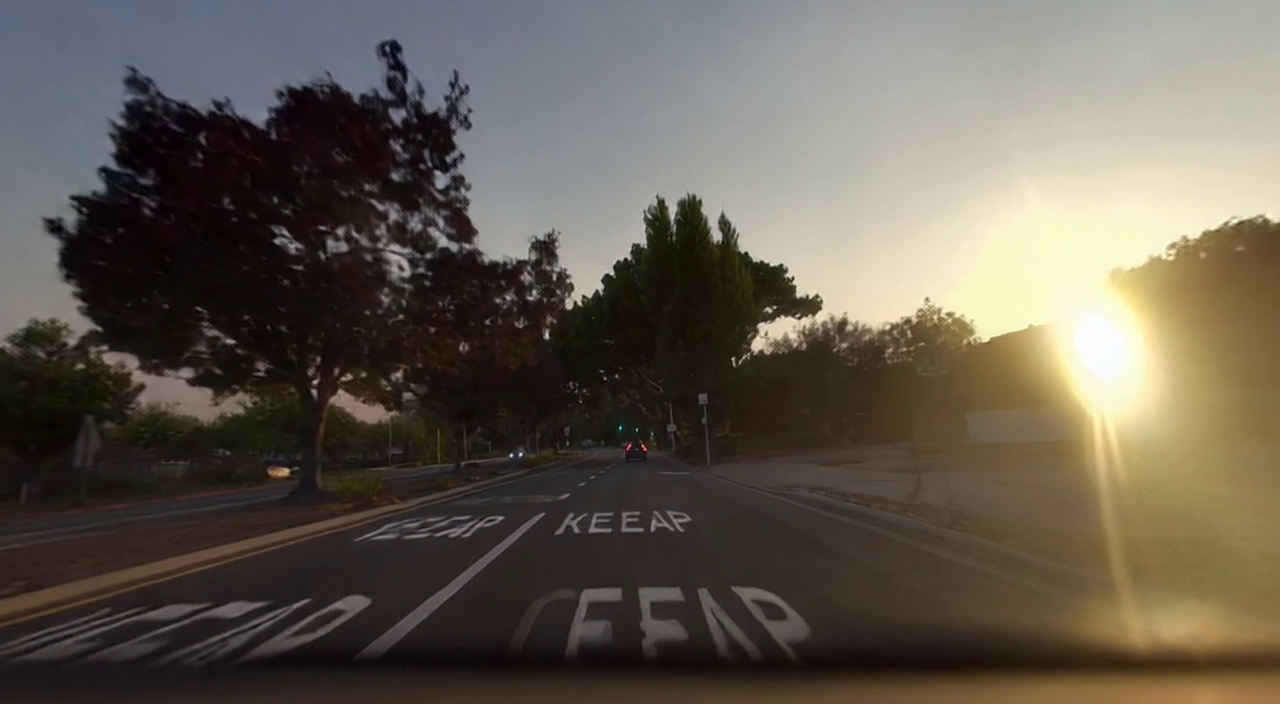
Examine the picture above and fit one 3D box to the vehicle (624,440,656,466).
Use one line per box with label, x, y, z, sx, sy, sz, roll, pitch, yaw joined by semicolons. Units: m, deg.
vehicle;-0.032;6.840;42.896;2.045;1.613;4.210;0;-8;-1
